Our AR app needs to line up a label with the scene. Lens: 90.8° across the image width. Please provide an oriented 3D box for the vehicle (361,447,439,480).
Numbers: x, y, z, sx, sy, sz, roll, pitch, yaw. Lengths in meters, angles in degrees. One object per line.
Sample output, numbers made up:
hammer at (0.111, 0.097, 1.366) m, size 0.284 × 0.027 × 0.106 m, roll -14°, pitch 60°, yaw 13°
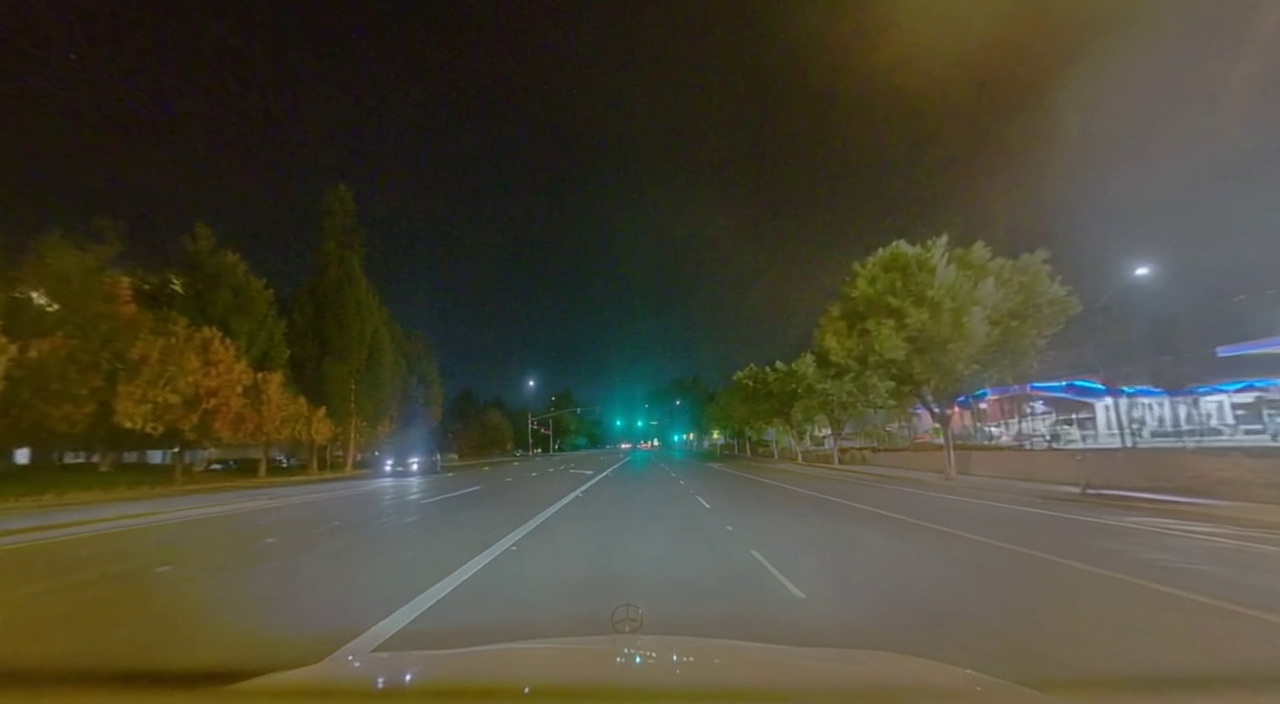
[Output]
vehicle at (-11.740, 5.436, 31.233) m, size 1.972 × 1.466 × 4.683 m, roll 0°, pitch -8°, yaw 1°
